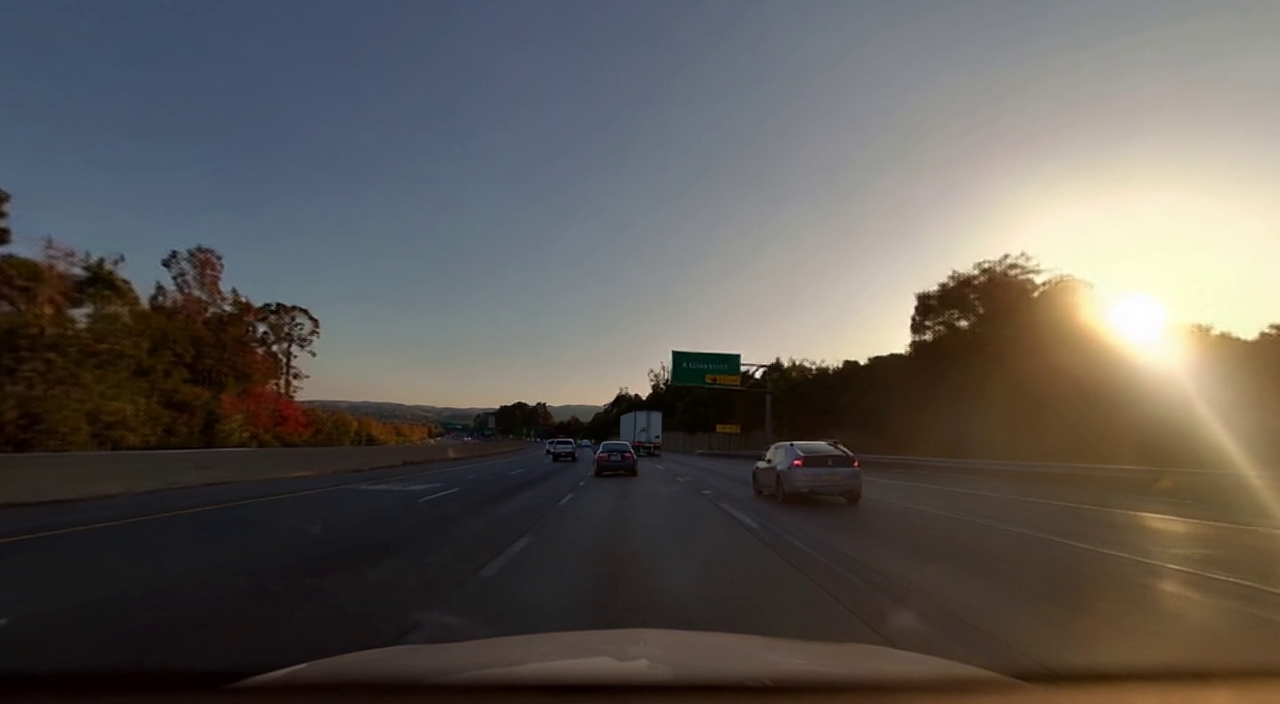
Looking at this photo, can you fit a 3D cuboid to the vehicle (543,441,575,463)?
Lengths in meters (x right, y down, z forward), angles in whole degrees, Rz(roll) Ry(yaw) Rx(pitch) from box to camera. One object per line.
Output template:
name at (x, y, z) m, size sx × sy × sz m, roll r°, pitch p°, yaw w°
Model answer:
vehicle at (-5.738, 7.124, 45.053) m, size 2.072 × 1.512 × 4.043 m, roll 0°, pitch -9°, yaw -4°

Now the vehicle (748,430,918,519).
vehicle at (3.664, 2.406, 12.914) m, size 1.971 × 1.472 × 4.301 m, roll 0°, pitch -9°, yaw -2°

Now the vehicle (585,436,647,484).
vehicle at (-0.874, 3.861, 22.779) m, size 2.020 × 1.516 × 3.951 m, roll 0°, pitch -9°, yaw -2°
